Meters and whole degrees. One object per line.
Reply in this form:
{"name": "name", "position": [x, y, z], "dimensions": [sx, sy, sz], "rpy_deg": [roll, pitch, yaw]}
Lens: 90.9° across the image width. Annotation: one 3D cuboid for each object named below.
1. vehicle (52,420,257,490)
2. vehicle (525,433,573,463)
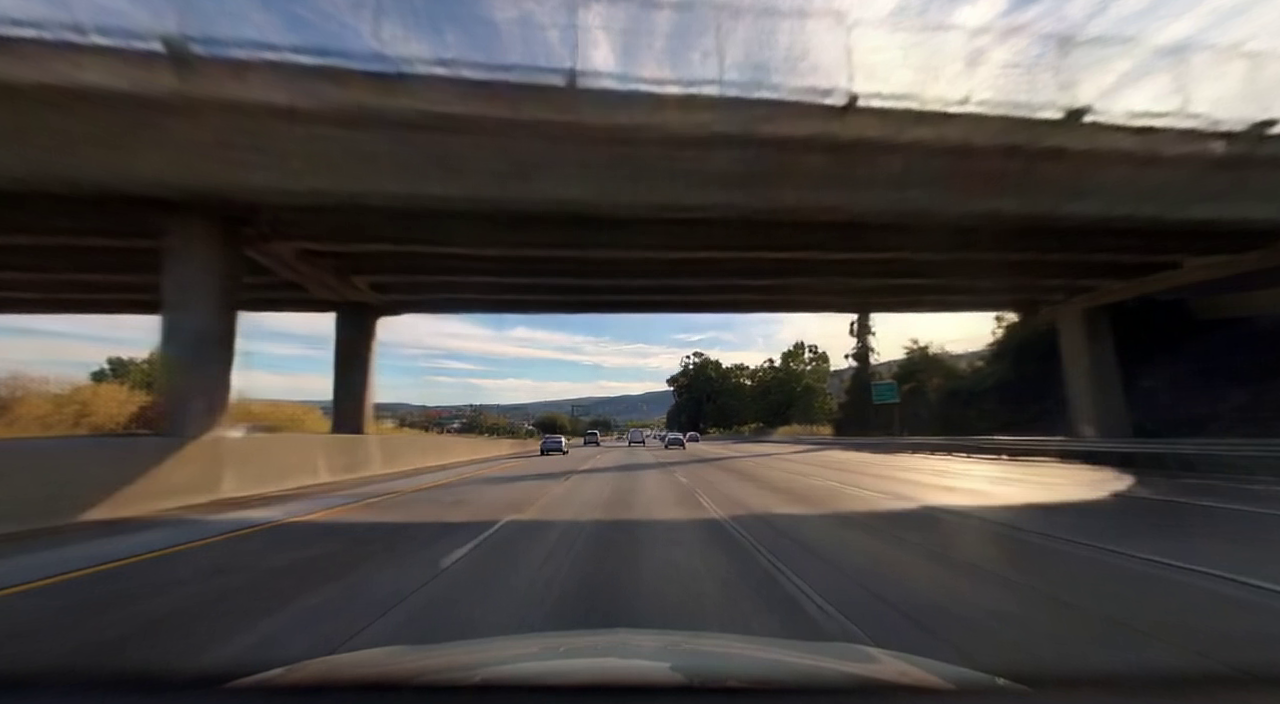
{"name": "vehicle", "position": [-13.254, 2.817, 17.725], "dimensions": [2.011, 1.687, 4.740], "rpy_deg": [0, -8, -1]}
{"name": "vehicle", "position": [-4.774, 5.088, 33.588], "dimensions": [1.933, 1.473, 4.023], "rpy_deg": [0, -8, 0]}
